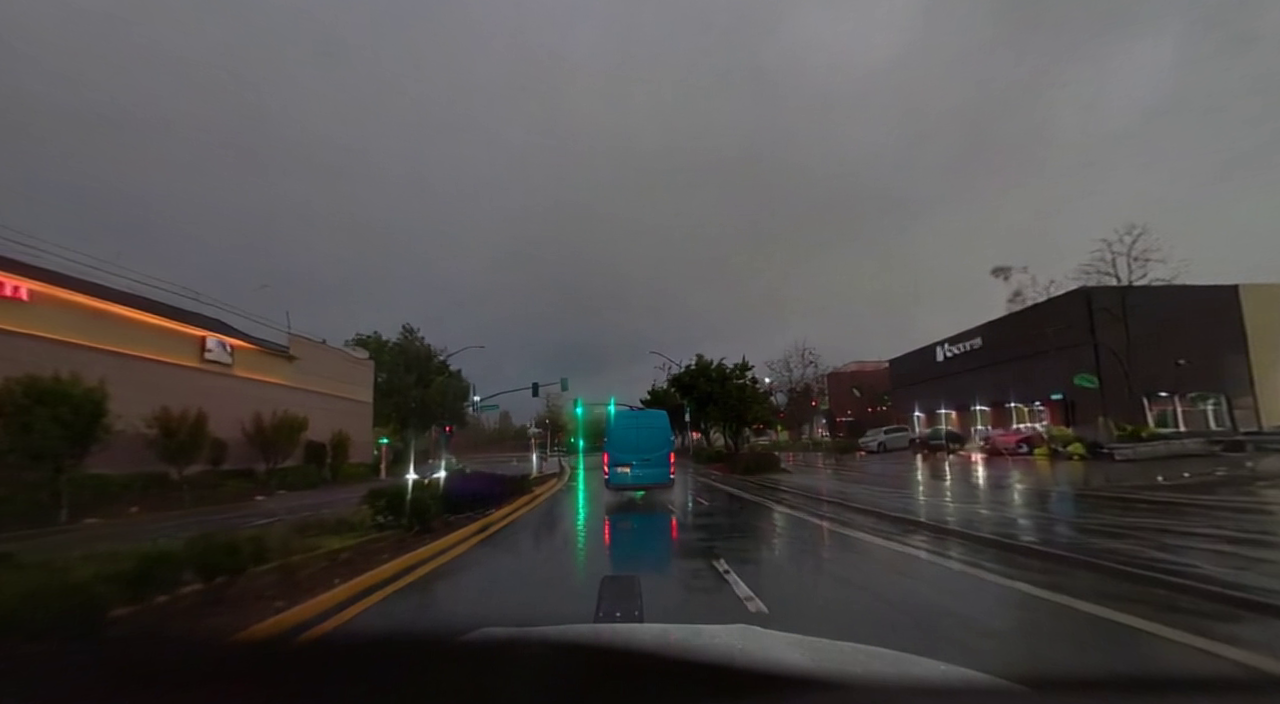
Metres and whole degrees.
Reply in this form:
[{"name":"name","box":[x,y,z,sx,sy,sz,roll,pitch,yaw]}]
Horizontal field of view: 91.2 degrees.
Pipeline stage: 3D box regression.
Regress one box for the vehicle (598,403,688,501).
[{"name":"vehicle","box":[-0.050,3.151,19.937,2.432,2.624,5.670,0,-9,-3]}]
